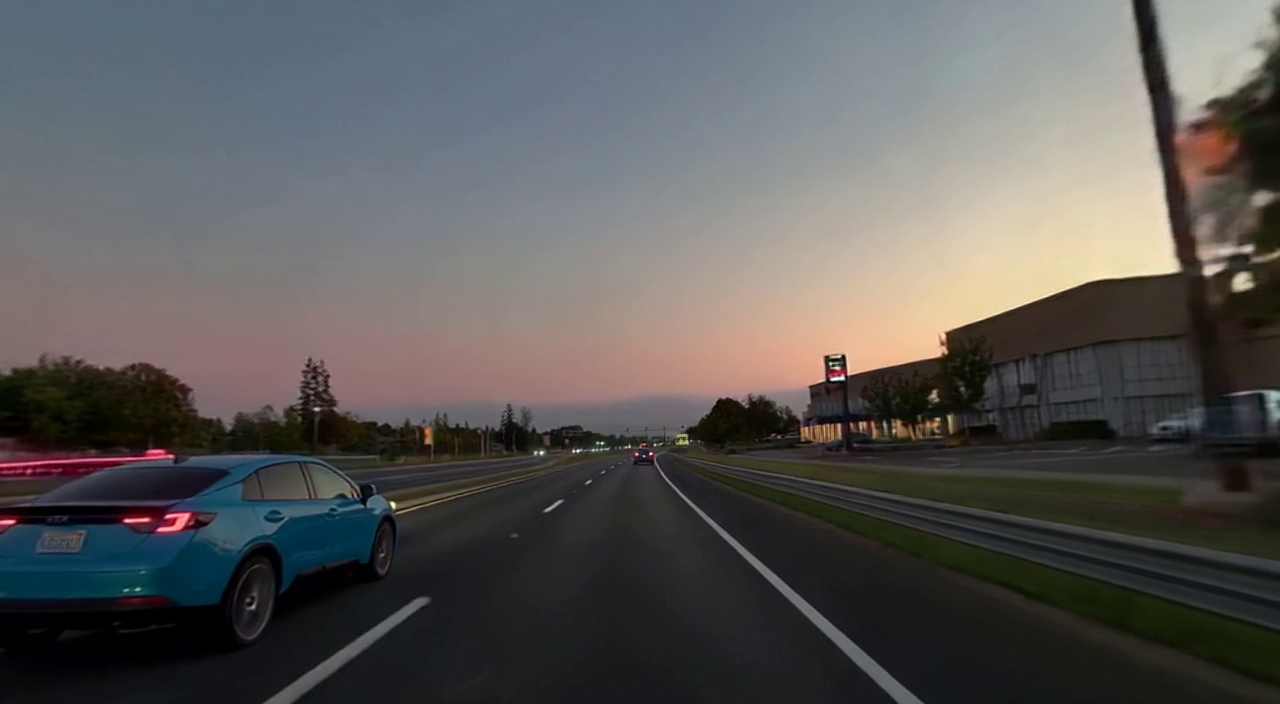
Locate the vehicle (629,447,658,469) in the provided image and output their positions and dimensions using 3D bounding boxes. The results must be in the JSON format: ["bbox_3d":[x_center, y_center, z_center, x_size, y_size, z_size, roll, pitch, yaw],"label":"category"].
[{"bbox_3d":[0.281,7.689,45.769,2.014,1.507,3.960,0,-9,0],"label":"vehicle"}]

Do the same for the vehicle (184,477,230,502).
[{"bbox_3d":[-29.986,9.502,43.642,1.803,1.413,4.306,4,-10,-24],"label":"vehicle"}]
